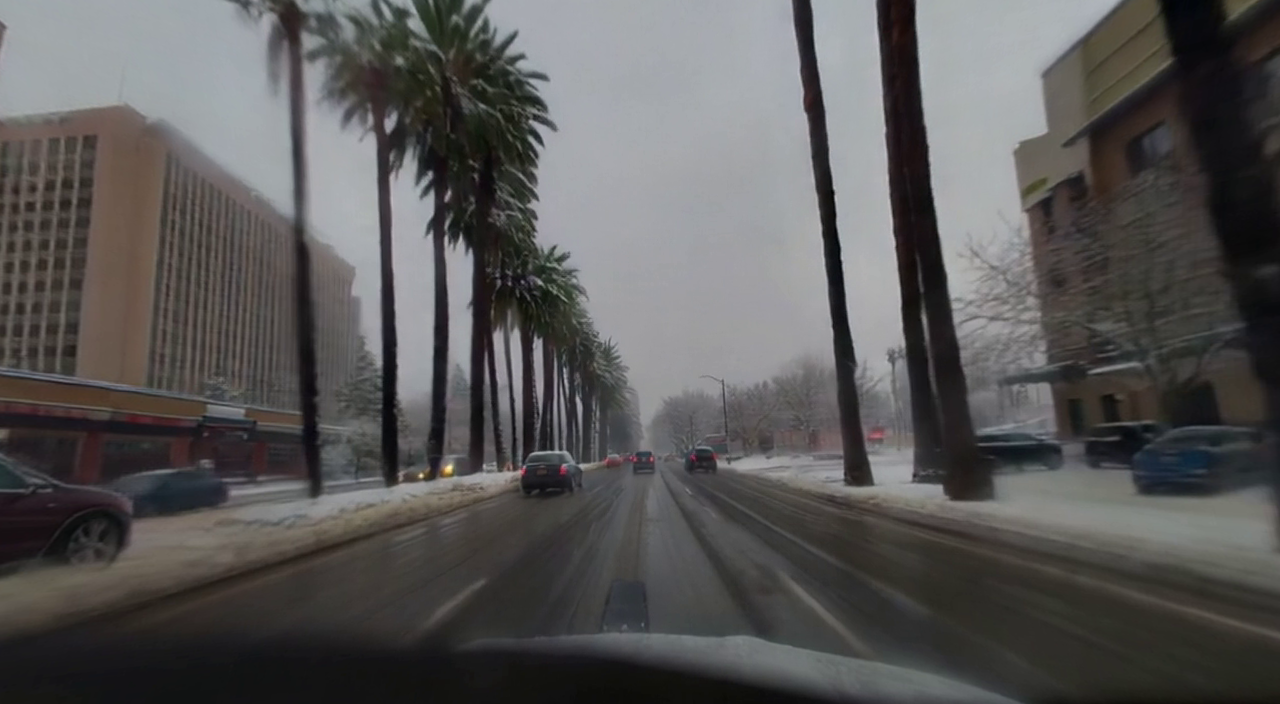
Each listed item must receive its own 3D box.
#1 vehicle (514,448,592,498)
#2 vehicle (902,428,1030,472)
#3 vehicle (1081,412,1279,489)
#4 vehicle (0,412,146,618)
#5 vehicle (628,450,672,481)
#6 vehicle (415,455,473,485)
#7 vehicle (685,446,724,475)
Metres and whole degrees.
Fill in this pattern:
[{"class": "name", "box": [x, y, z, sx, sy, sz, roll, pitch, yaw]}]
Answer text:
[{"class": "vehicle", "box": [-2.864, 4.109, 21.760, 1.908, 1.505, 4.369, 0, -9, 2]}, {"class": "vehicle", "box": [12.206, 3.685, 23.587, 4.378, 1.463, 1.824, 5, -10, -23]}, {"class": "vehicle", "box": [12.182, 2.188, 13.983, 4.453, 1.475, 1.823, 4, -10, -25]}, {"class": "vehicle", "box": [-6.501, 1.267, 4.601, 2.030, 1.730, 4.506, 0, -9, 1]}, {"class": "vehicle", "box": [0.518, 5.955, 33.143, 2.147, 1.507, 3.953, 0, -9, 1]}, {"class": "vehicle", "box": [-11.736, 7.087, 38.045, 2.034, 1.649, 4.577, 0, -9, 0]}, {"class": "vehicle", "box": [4.192, 7.171, 41.764, 2.108, 1.785, 4.334, 0, -9, -1]}]
